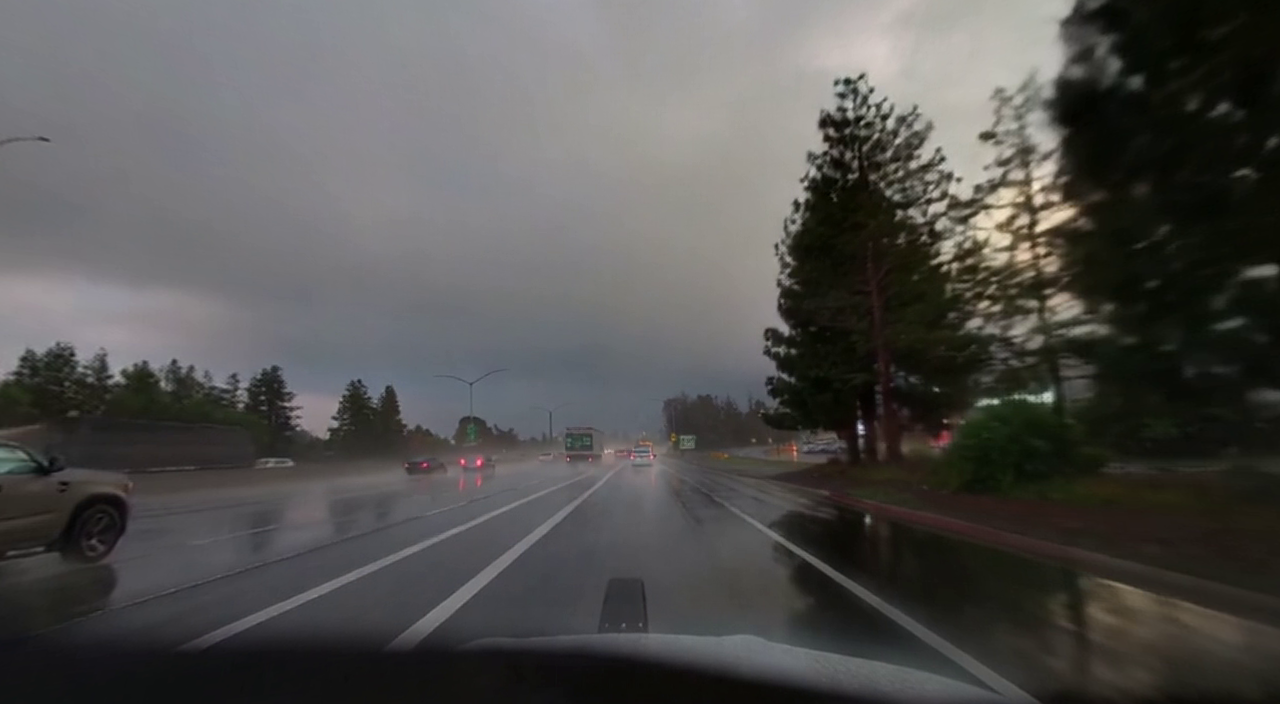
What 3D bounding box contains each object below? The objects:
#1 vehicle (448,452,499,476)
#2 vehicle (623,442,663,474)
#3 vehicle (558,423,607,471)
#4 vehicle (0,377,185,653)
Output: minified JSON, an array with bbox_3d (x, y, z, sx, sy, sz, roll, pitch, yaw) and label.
[{"bbox_3d":[-11.125,7.519,42.529,1.928,1.480,4.823,-1,-9,2],"label":"vehicle"},{"bbox_3d":[0.171,6.272,37.564,2.227,1.794,4.646,0,-9,1],"label":"vehicle"},{"bbox_3d":[-4.374,7.472,49.667,2.796,3.426,8.553,-1,-9,2],"label":"vehicle"},{"bbox_3d":[-5.338,0.963,3.404,2.200,1.793,4.586,-1,-9,2],"label":"vehicle"}]
